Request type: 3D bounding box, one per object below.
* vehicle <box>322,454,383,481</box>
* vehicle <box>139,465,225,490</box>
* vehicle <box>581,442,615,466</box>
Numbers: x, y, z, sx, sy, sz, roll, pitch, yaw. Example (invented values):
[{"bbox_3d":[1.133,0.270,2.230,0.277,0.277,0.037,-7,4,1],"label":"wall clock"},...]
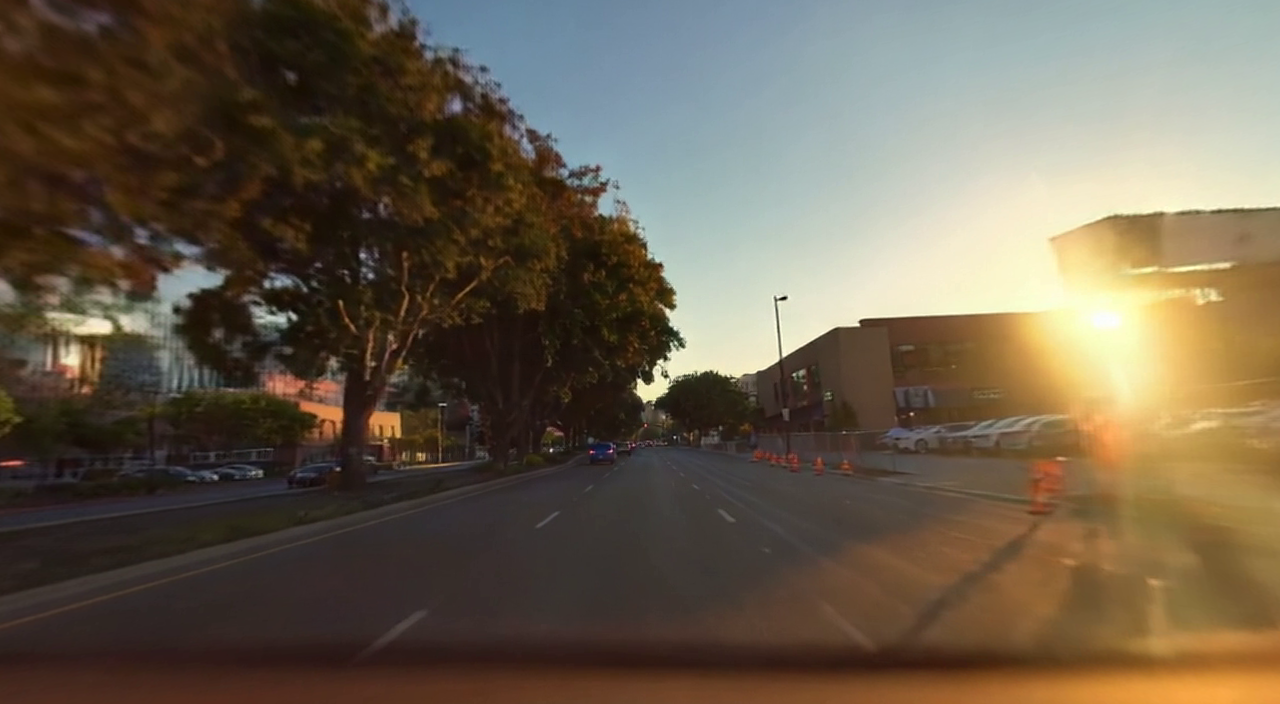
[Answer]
[{"bbox_3d":[-21.740,8.716,47.890,2.262,1.703,4.728,-5,-8,3],"label":"vehicle"},{"bbox_3d":[-33.231,9.117,45.829,4.764,1.448,1.876,-3,-8,-3],"label":"vehicle"},{"bbox_3d":[-2.653,6.557,40.677,1.926,1.442,4.231,0,-8,0],"label":"vehicle"}]
